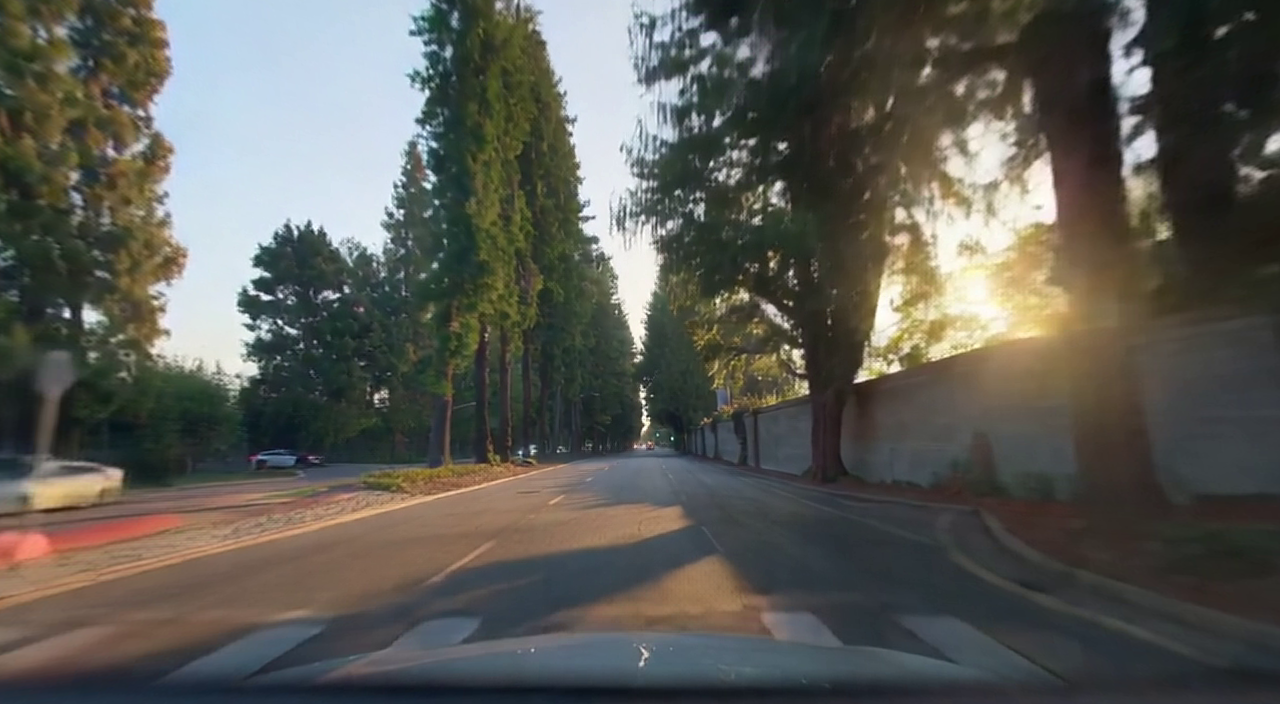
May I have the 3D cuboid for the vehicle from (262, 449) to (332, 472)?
[{"bbox_3d":[-25.781,8.154,47.465,4.188,1.536,1.845,0,-8,-3],"label":"vehicle"}]

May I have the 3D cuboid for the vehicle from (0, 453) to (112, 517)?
[{"bbox_3d":[-16.774,3.482,16.761,1.926,1.513,4.132,0,-8,-2],"label":"vehicle"}]
